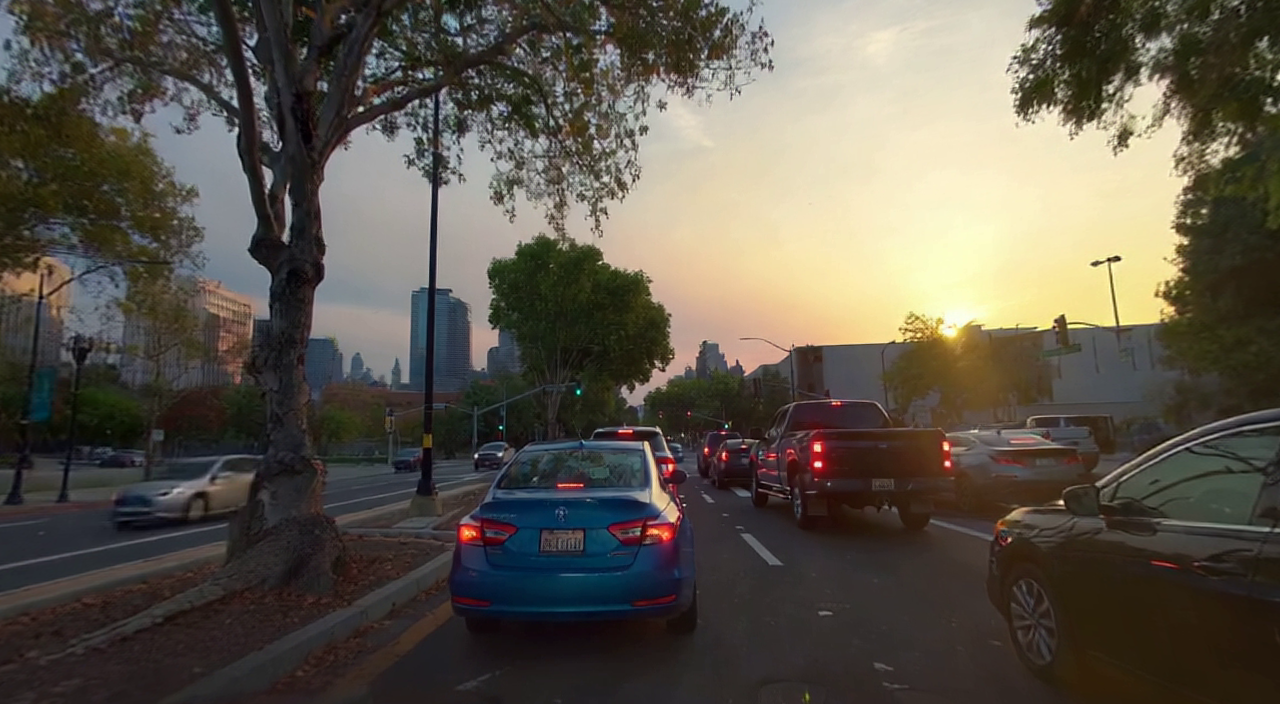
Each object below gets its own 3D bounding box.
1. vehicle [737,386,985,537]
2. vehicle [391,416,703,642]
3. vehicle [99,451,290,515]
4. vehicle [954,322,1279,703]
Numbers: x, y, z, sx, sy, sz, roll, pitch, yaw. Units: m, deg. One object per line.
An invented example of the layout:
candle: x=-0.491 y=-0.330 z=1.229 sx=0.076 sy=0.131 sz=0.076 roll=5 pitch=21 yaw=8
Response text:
vehicle: x=3.524 y=1.952 z=11.695 sx=2.444 sy=2.098 sz=5.766 roll=0 pitch=-9 yaw=-1
vehicle: x=-0.579 y=1.496 z=6.327 sx=2.111 sy=1.506 sz=4.018 roll=0 pitch=-9 yaw=2
vehicle: x=-12.316 y=3.612 z=17.869 sx=1.957 sy=1.506 sz=4.706 roll=0 pitch=-9 yaw=1
vehicle: x=3.163 y=0.756 z=2.076 sx=1.982 sy=1.709 sz=4.427 roll=0 pitch=-9 yaw=1
